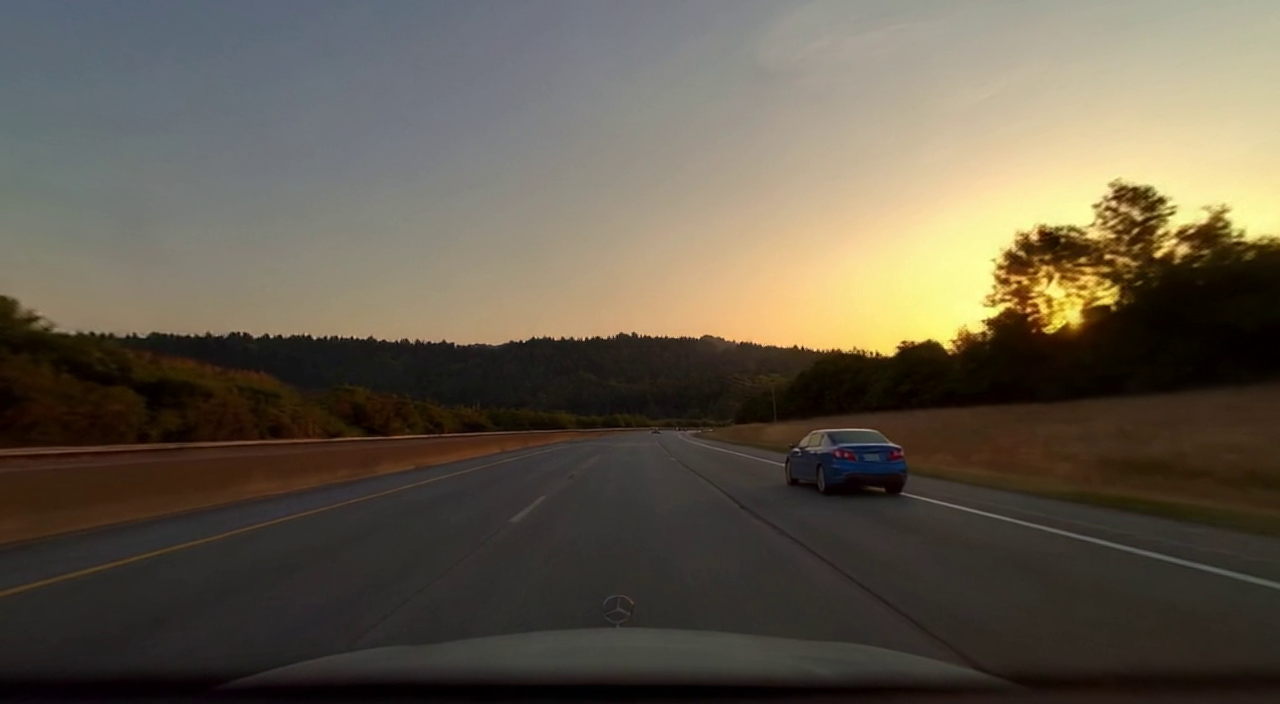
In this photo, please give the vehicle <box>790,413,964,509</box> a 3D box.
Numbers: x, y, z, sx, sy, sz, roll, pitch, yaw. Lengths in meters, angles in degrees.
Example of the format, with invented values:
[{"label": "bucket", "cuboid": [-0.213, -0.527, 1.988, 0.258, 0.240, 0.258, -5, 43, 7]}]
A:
[{"label": "vehicle", "cuboid": [4.227, 1.992, 11.934, 1.765, 1.510, 3.762, 0, -8, -1]}]
